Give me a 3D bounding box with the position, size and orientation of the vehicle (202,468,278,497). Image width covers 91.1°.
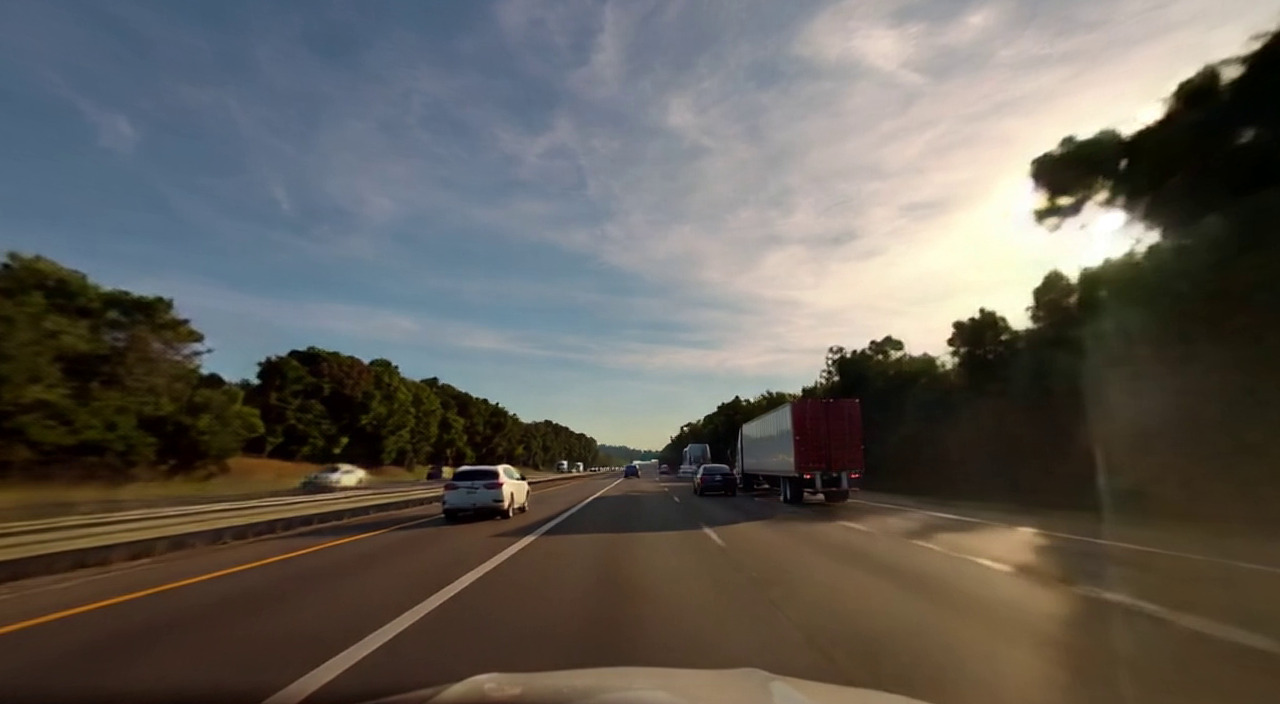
[{"bbox_3d":[-22.318,7.256,35.177,1.666,1.484,3.689,1,-11,2],"label":"vehicle"}]

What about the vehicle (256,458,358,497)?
[{"bbox_3d":[-15.198,5.753,29.020,1.949,1.577,4.837,1,-10,1],"label":"vehicle"}]

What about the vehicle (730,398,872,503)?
[{"bbox_3d":[7.569,5.441,33.450,2.861,4.086,17.499,1,-10,0],"label":"vehicle"}]

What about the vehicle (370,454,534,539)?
[{"bbox_3d":[-3.789,3.033,13.711,2.065,1.485,4.682,1,-10,1],"label":"vehicle"}]

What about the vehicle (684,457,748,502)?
[{"bbox_3d":[3.143,5.391,26.870,2.050,1.708,4.457,1,-10,-1],"label":"vehicle"}]
